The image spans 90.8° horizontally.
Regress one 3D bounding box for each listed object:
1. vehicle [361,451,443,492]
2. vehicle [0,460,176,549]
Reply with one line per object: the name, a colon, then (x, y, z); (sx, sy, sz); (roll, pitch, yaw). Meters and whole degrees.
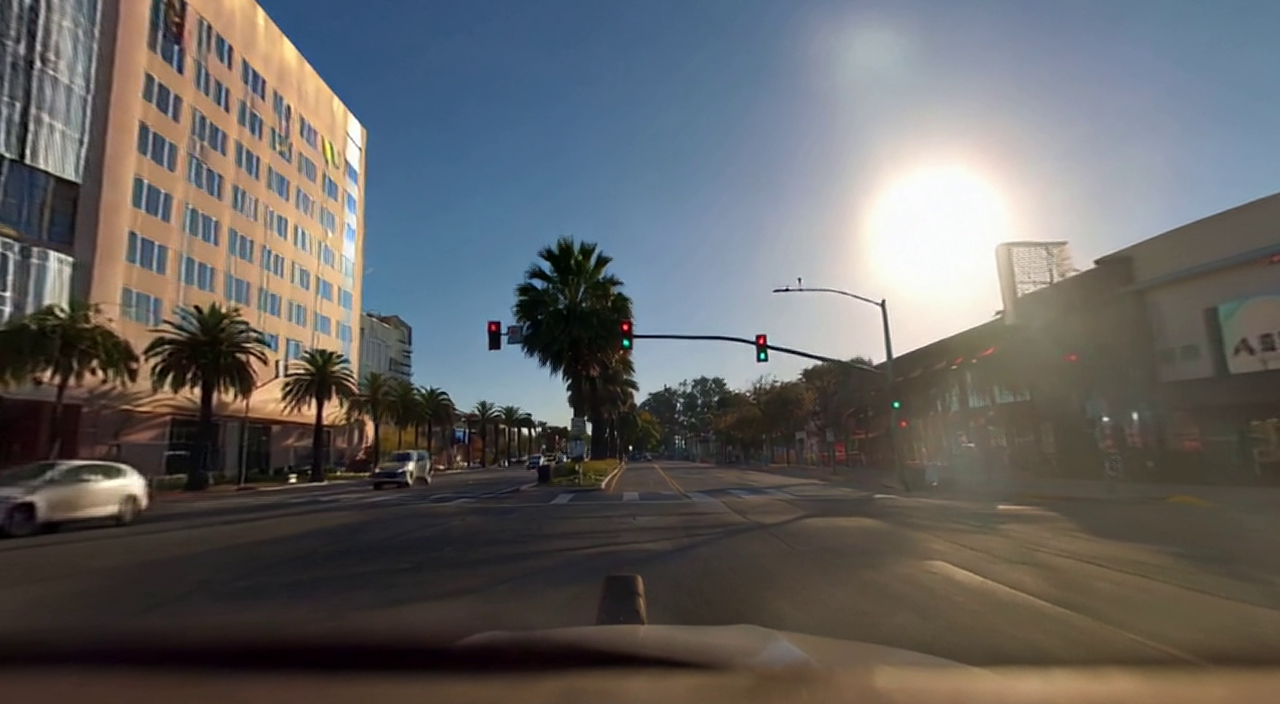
vehicle: (-12.898, 6.495, 34.734); (2.268, 2.016, 5.632); (0, -9, 0)
vehicle: (-12.935, 3.223, 13.989); (2.038, 1.624, 4.292); (0, -9, 0)
